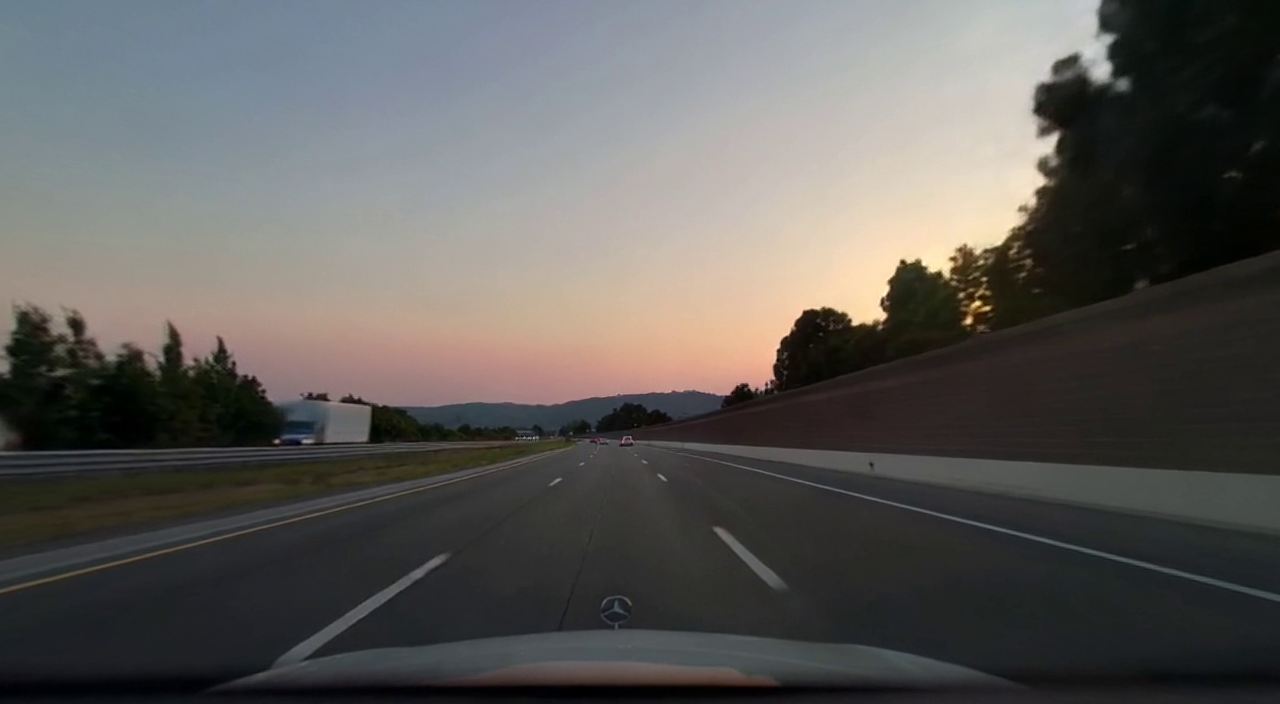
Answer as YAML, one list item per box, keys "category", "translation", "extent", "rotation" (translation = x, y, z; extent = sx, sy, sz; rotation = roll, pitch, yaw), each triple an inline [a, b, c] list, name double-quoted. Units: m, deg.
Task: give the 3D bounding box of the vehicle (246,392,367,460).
- category: "vehicle"
  translation: [-21.678, 5.011, 41.785]
  extent: [3.027, 3.959, 9.470]
  rotation: [0, -8, -1]
